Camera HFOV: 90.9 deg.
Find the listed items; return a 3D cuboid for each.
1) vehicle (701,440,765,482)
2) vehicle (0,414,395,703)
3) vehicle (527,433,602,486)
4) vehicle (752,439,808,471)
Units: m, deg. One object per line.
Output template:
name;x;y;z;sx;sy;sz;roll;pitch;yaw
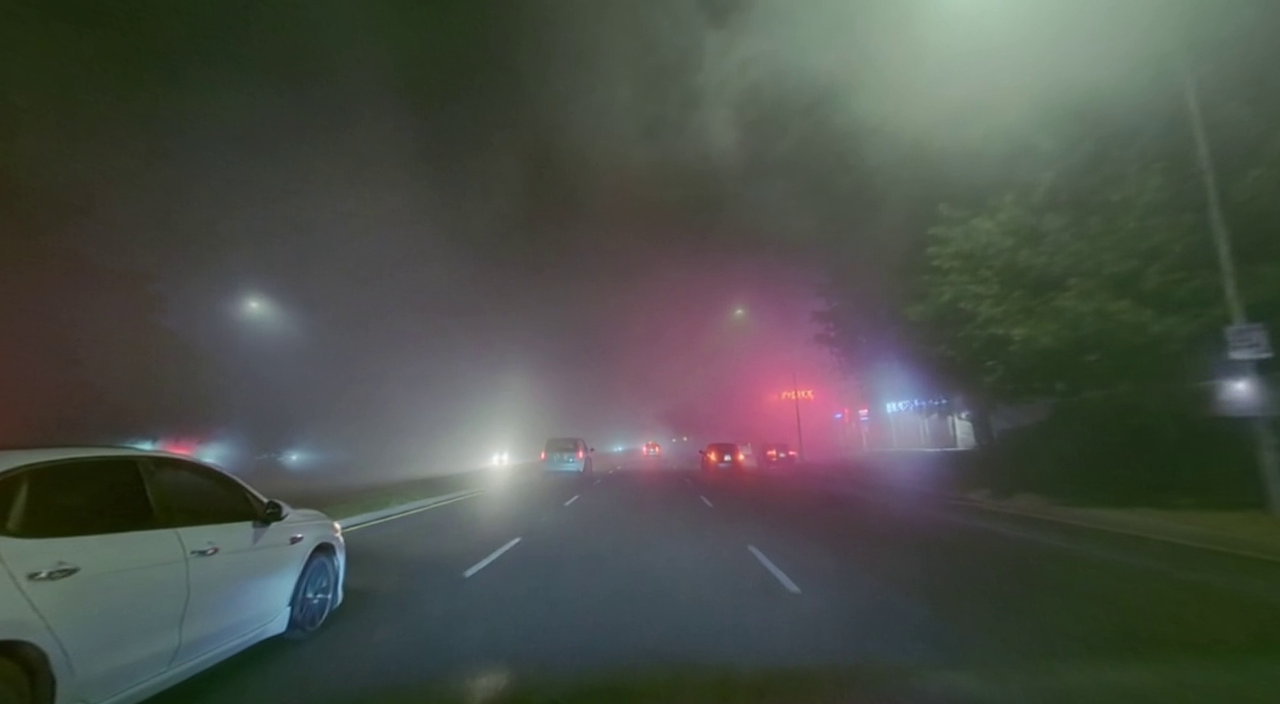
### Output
vehicle;3.603;4.306;25.185;1.904;1.490;4.299;0;-9;0
vehicle;-3.241;1.107;3.212;1.956;1.460;4.802;0;-9;1
vehicle;-2.746;4.055;23.986;2.193;1.788;4.603;0;-9;1
vehicle;7.684;5.698;35.075;2.089;1.678;4.725;0;-9;1
